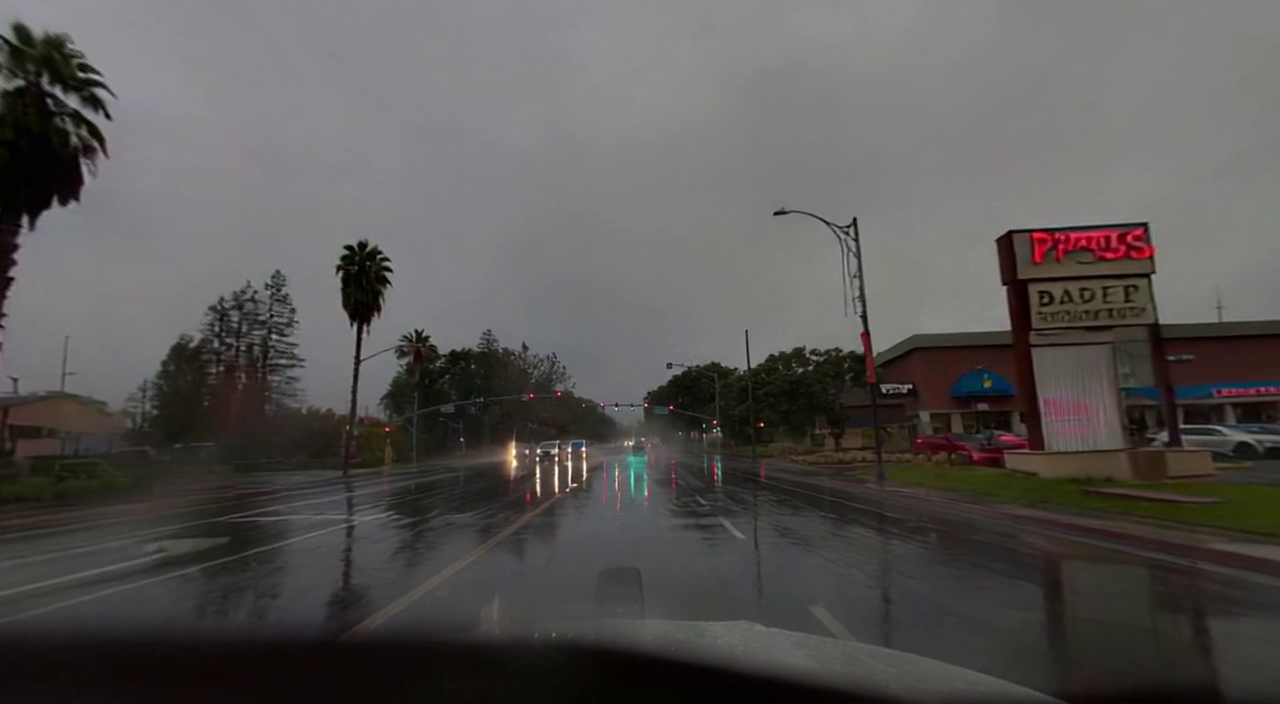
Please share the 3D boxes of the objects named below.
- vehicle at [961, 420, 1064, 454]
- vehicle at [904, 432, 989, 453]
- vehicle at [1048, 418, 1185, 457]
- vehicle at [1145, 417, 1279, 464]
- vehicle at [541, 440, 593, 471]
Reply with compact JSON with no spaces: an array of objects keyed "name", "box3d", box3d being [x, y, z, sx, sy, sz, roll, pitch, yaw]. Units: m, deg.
[{"name":"vehicle","box3d":[20.899,4.845,35.678,4.753,1.809,2.016,-5,-10,28]},{"name":"vehicle","box3d":[22.015,6.527,45.469,5.080,1.423,1.919,-9,-12,44]},{"name":"vehicle","box3d":[21.632,3.953,28.935,4.600,1.677,1.980,-5,-10,26]},{"name":"vehicle","box3d":[21.449,3.206,22.869,4.505,1.584,2.015,-5,-10,27]},{"name":"vehicle","box3d":[-3.673,5.302,32.476,2.181,1.483,4.123,0,-9,0]}]
